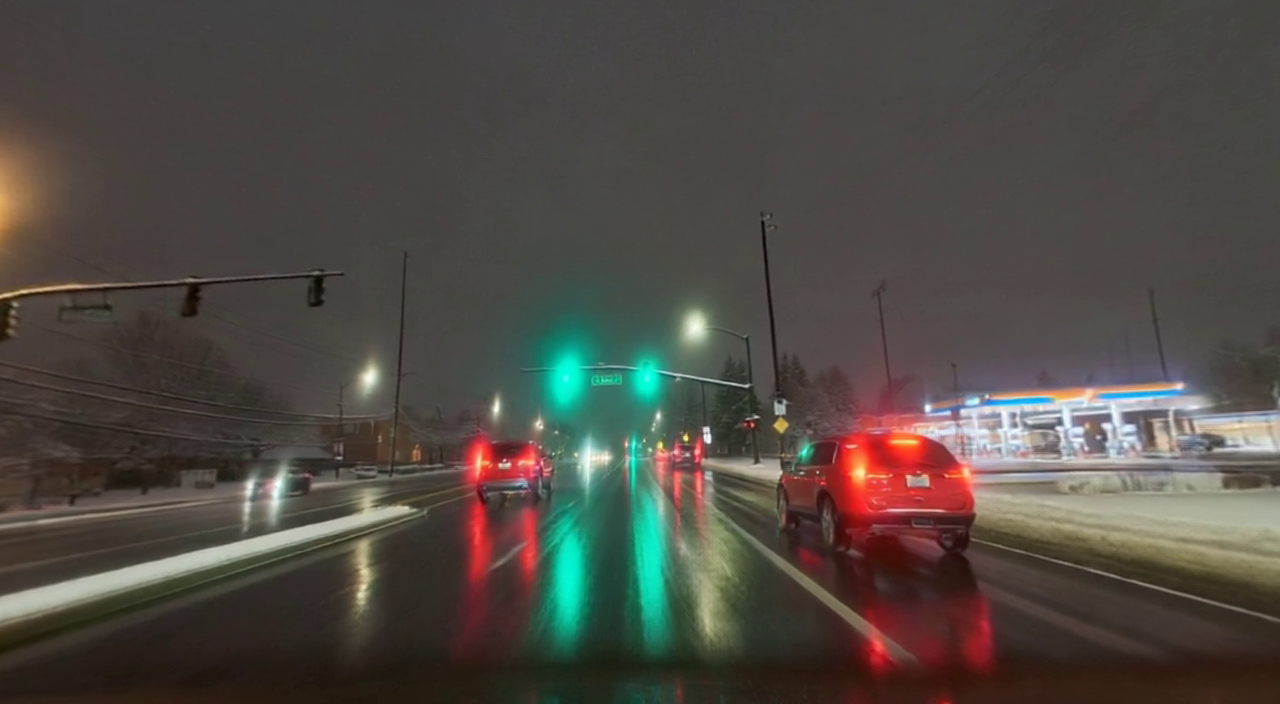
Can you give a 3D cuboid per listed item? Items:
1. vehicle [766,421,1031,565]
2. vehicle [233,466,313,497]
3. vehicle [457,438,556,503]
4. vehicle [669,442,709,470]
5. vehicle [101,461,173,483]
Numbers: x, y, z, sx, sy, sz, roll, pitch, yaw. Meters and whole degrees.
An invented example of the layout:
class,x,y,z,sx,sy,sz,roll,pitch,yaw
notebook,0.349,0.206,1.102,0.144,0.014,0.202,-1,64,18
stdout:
class,x,y,z,sx,sy,sz,roll,pitch,yaw
vehicle,3.478,1.984,9.684,2.085,1.655,4.459,0,-8,-1
vehicle,-20.794,7.323,36.038,1.849,1.497,4.444,0,-8,1
vehicle,-3.662,3.318,18.105,1.935,1.617,4.045,0,-8,0
vehicle,3.049,6.598,40.318,2.066,1.699,4.419,0,-8,-2
vehicle,-39.642,9.459,49.944,1.814,1.452,4.845,0,-8,-2
